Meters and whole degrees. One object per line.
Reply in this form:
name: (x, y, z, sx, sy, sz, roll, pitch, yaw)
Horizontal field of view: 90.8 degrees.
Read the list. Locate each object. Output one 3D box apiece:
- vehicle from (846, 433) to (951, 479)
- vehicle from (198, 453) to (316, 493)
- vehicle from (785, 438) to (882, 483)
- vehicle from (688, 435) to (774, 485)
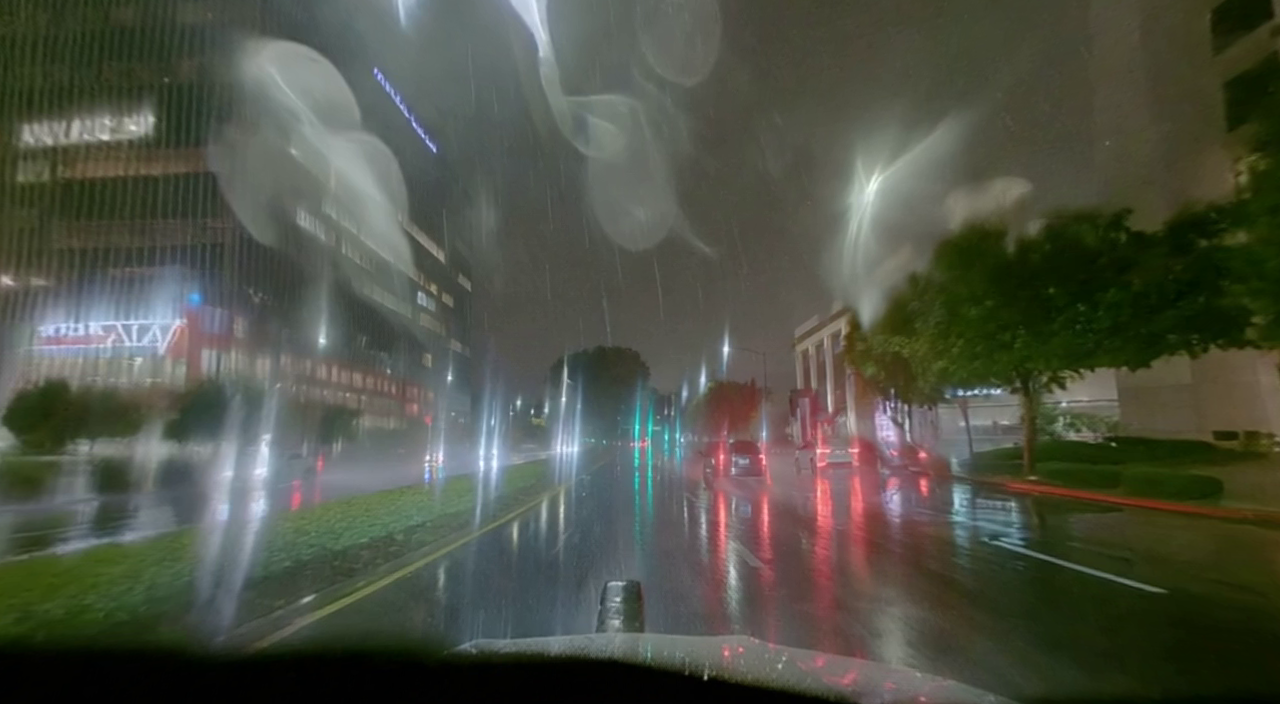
vehicle: (9.776, 3.978, 24.424, 1.952, 1.574, 5.052, 0, -8, 0)
vehicle: (-16.230, 5.127, 27.151, 2.001, 1.471, 4.836, 0, -8, 1)
vehicle: (6.615, 3.745, 22.161, 1.912, 1.411, 4.380, 0, -8, -2)
vehicle: (2.909, 3.601, 21.341, 2.131, 1.491, 4.496, 0, -8, -2)
